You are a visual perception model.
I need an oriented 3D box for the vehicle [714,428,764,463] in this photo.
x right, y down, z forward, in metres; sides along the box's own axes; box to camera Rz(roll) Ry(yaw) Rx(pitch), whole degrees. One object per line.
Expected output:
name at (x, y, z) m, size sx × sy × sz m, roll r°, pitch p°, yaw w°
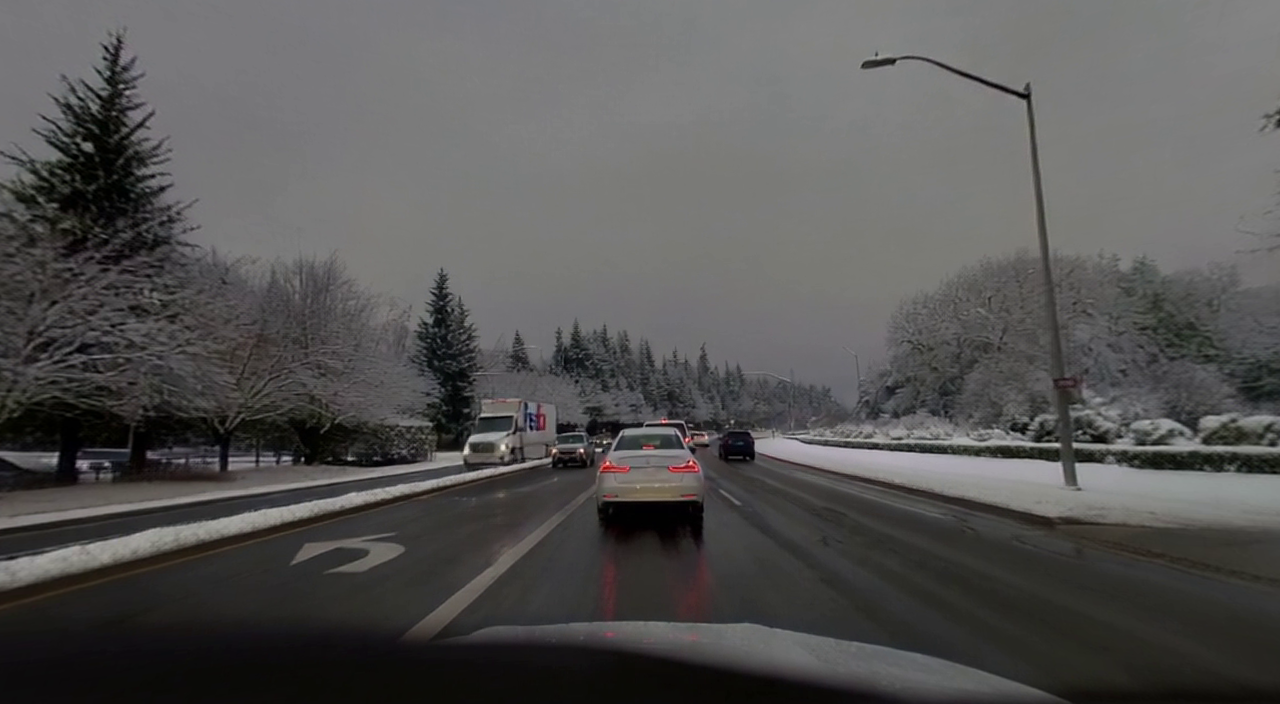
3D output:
vehicle at (5.347, 5.121, 34.666) m, size 2.155 × 1.786 × 4.459 m, roll -1°, pitch -8°, yaw 2°

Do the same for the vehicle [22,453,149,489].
vehicle at (-27.959, 6.008, 31.886) m, size 4.743 × 1.671 × 1.842 m, roll -1°, pitch -8°, yaw 4°

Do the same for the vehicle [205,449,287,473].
vehicle at (-26.313, 7.280, 42.178) m, size 4.398 × 1.532 × 1.769 m, roll -2°, pitch -8°, yaw 7°

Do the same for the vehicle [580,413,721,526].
vehicle at (0.186, 2.112, 11.861) m, size 2.154 × 1.710 × 4.128 m, roll -1°, pitch -8°, yaw 1°

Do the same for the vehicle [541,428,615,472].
vehicle at (-2.686, 4.415, 28.536) m, size 2.057 × 1.786 × 4.725 m, roll -2°, pitch -8°, yaw 11°

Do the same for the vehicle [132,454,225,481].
vehicle at (-26.910, 6.739, 36.834) m, size 4.260 × 1.498 × 1.769 m, roll -2°, pitch -8°, yaw 9°

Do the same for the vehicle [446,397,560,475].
vehicle at (-6.505, 4.297, 31.906) m, size 2.961 × 3.316 × 9.483 m, roll -1°, pitch -8°, yaw 5°
